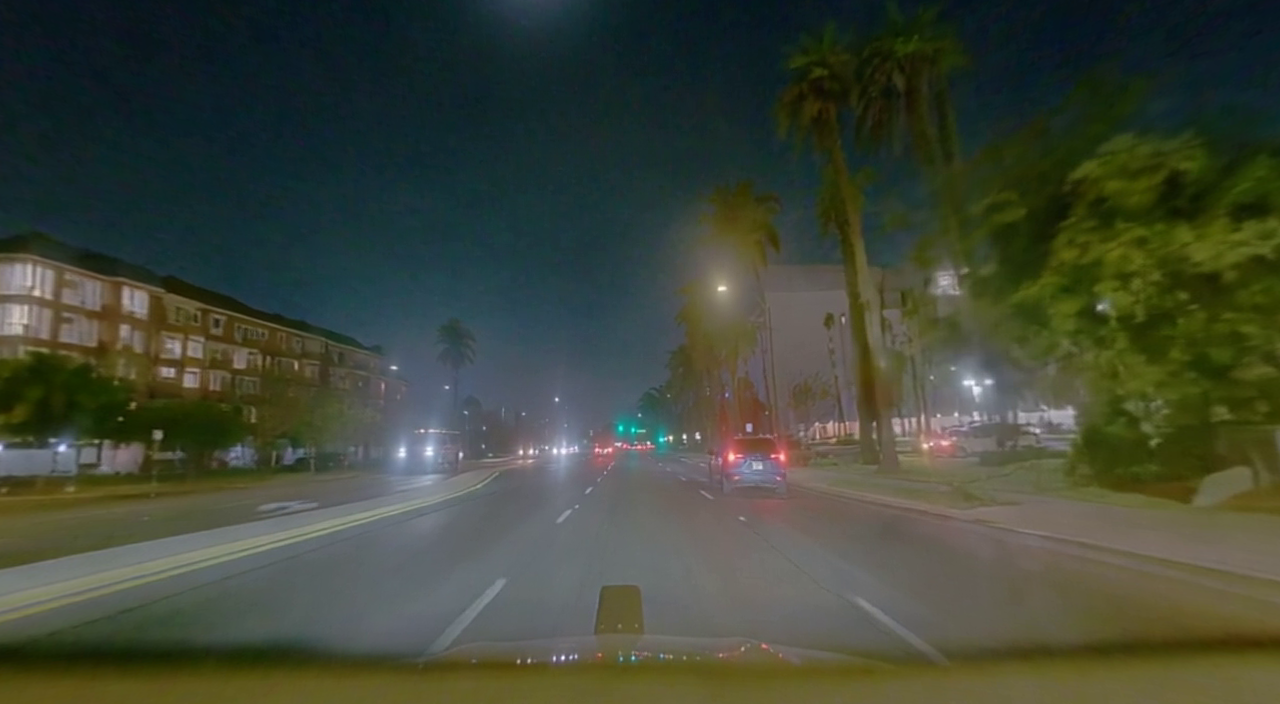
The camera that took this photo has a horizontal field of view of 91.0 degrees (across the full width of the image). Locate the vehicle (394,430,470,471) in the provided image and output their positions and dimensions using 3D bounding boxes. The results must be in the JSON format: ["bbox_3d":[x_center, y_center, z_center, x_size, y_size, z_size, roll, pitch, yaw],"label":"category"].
[{"bbox_3d":[-15.589,7.464,47.896,3.083,2.852,7.976,0,-8,0],"label":"vehicle"}]

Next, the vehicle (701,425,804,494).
[{"bbox_3d":[3.395,3.365,20.038,2.244,1.901,4.561,0,-8,-3],"label":"vehicle"}]
